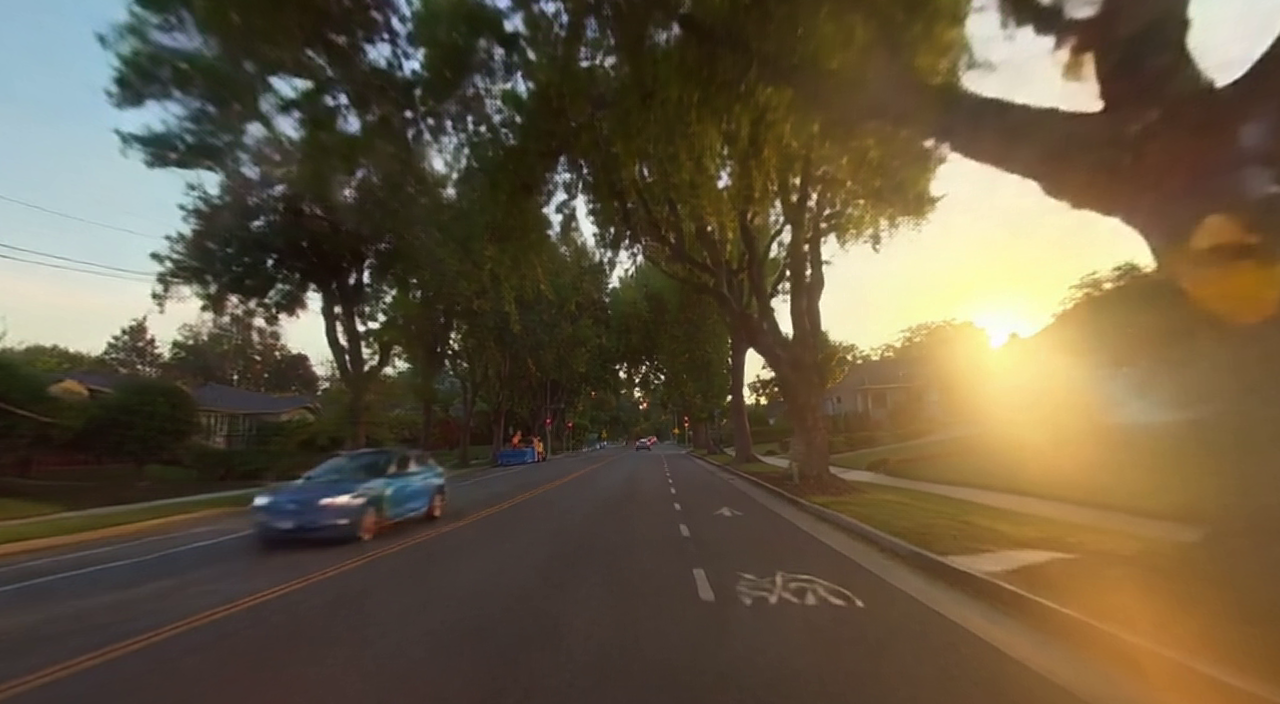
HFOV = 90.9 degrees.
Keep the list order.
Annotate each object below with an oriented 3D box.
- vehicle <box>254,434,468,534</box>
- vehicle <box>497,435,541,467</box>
[{"bbox_3d":[-4.973,2.366,12.135,1.927,1.521,4.571,-1,-8,2],"label":"vehicle"},{"bbox_3d":[-8.450,6.926,44.419,1.998,1.814,4.559,-4,-6,1],"label":"vehicle"}]
